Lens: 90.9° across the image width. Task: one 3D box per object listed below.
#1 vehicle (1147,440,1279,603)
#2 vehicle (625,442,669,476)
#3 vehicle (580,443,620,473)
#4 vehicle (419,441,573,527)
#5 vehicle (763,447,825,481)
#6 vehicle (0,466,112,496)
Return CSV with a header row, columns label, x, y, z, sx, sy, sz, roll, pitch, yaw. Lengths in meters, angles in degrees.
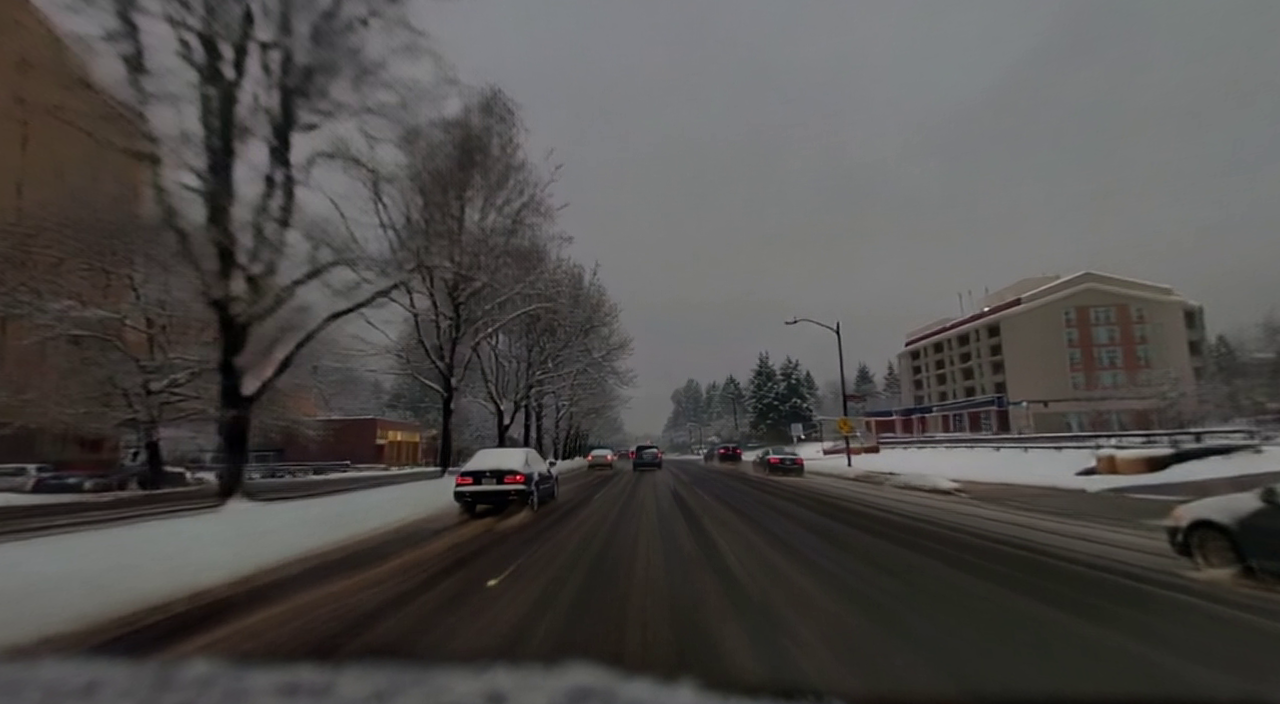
label,x,y,z,sx,sy,sz,roll,pitch,yaw
vehicle,6.710,1.391,4.804,1.865,1.458,4.605,0,-9,1
vehicle,0.425,6.021,35.724,2.304,1.795,4.526,0,-9,1
vehicle,-2.502,6.835,40.684,2.117,1.799,4.442,0,-9,2
vehicle,-2.766,2.660,13.321,2.095,1.486,4.411,0,-9,1
vehicle,7.189,5.233,29.796,1.884,1.458,4.245,0,-9,1
vehicle,-34.100,7.497,36.812,4.652,1.472,1.932,5,-10,-32
